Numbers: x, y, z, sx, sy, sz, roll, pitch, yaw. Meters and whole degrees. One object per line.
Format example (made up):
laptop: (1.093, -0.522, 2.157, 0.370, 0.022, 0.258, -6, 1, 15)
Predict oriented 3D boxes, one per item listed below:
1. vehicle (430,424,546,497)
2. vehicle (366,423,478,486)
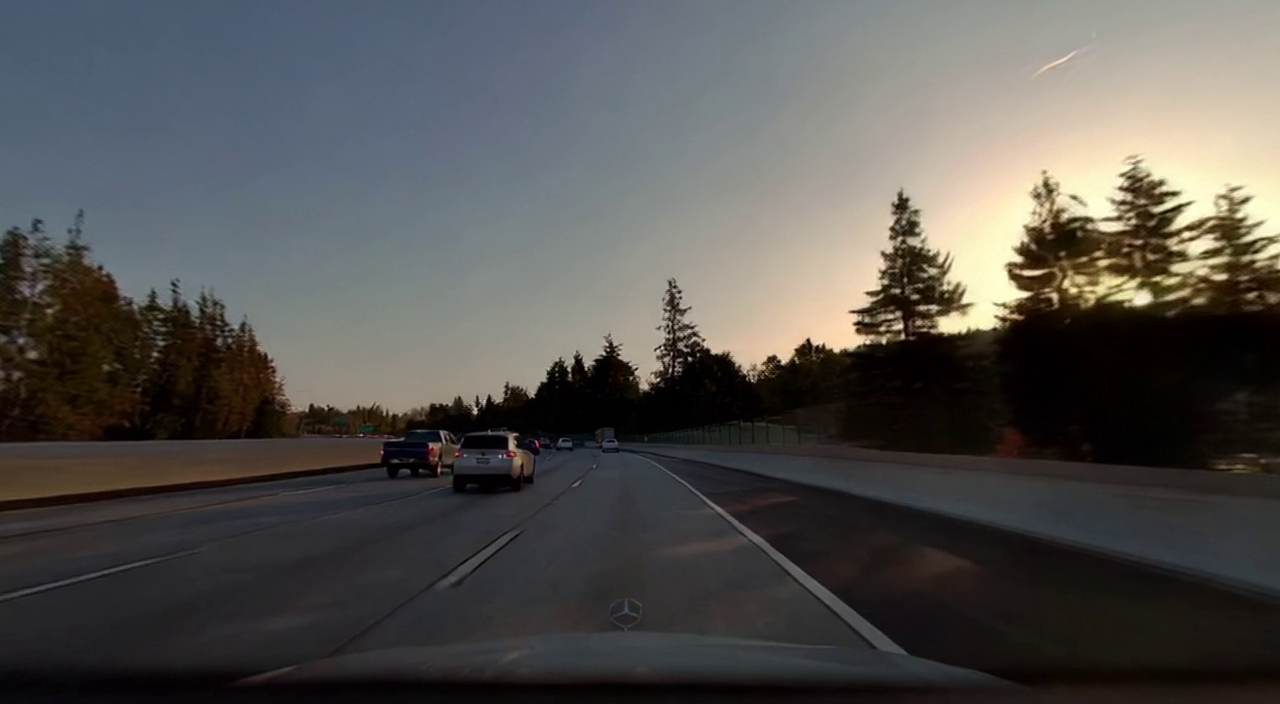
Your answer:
vehicle: (-4.187, 3.086, 18.273, 2.142, 1.789, 5.009, 0, -8, 0)
vehicle: (-7.552, 3.614, 22.419, 2.160, 1.949, 5.293, 0, -8, -1)
